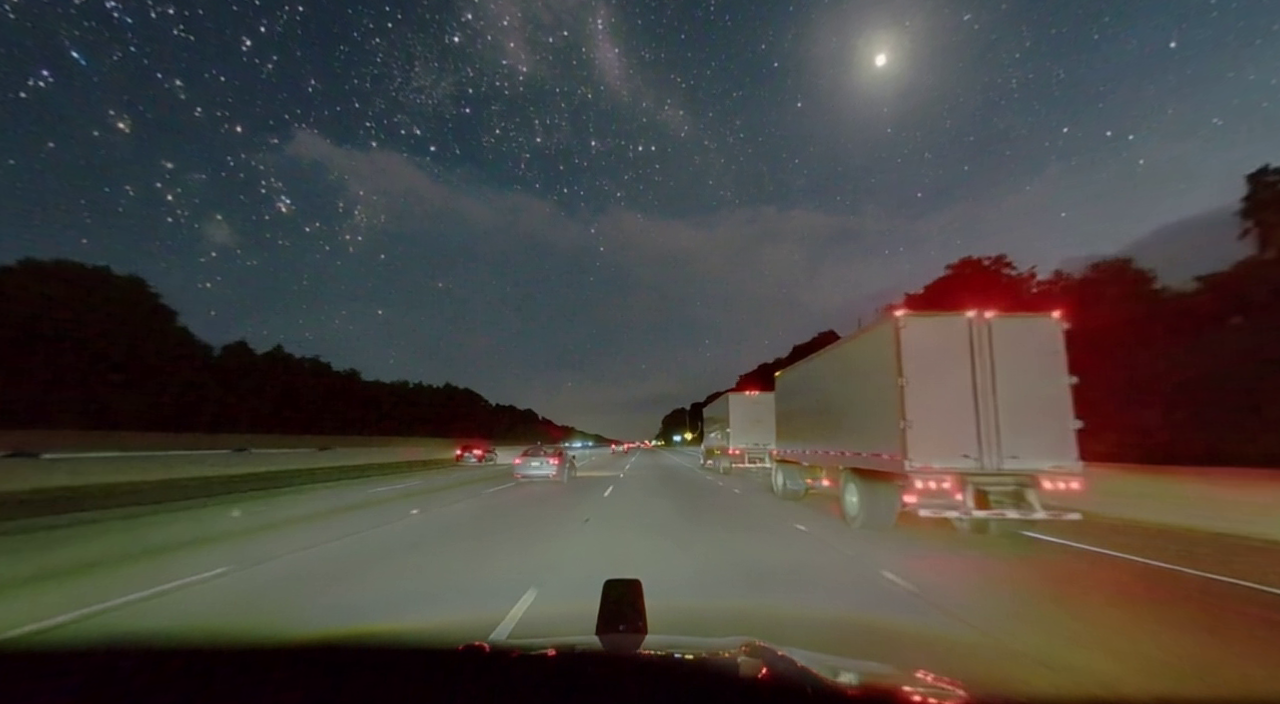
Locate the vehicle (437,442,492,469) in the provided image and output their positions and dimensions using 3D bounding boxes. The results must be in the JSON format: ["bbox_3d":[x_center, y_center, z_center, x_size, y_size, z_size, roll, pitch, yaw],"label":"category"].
[{"bbox_3d":[-10.226,6.024,37.078,1.899,1.465,4.589,0,-8,1],"label":"vehicle"}]

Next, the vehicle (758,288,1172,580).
[{"bbox_3d":[4.032,1.328,10.185,2.732,3.052,7.118,0,-8,-1],"label":"vehicle"}]

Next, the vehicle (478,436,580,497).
[{"bbox_3d":[-2.909,3.103,17.543,1.981,1.473,4.317,0,-8,1],"label":"vehicle"}]
